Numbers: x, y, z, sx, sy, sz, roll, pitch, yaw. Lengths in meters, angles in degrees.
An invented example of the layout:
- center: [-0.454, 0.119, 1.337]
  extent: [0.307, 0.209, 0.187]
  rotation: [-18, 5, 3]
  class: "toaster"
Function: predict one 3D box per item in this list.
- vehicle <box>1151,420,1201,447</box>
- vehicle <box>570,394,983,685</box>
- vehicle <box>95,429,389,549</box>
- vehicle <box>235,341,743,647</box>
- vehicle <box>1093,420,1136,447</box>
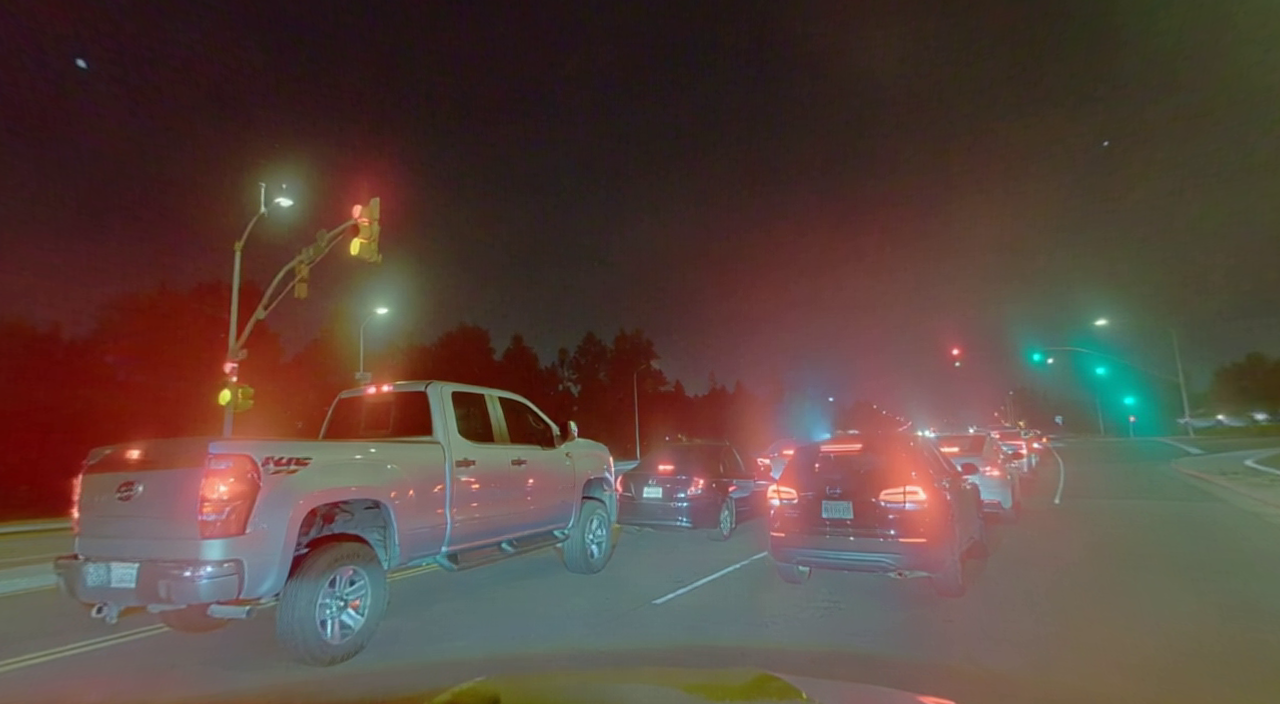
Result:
- center: [35.760, 5.479, 42.194]
  extent: [2.183, 1.714, 4.491]
  rotation: [-7, -11, 37]
  class: "vehicle"
- center: [1.714, 1.378, 5.989]
  extent: [2.027, 1.549, 4.801]
  rotation: [-6, -10, 35]
  class: "vehicle"
- center: [-8.217, 2.760, 13.592]
  extent: [2.174, 2.057, 4.738]
  rotation: [-6, -10, 33]
  class: "vehicle"
- center: [-0.876, 1.400, 7.468]
  extent: [2.272, 2.016, 6.146]
  rotation: [-4, -9, 27]
  class: "vehicle"
- center: [32.797, 5.674, 43.719]
  extent: [2.160, 1.790, 4.303]
  rotation: [-6, -10, 35]
  class: "vehicle"
